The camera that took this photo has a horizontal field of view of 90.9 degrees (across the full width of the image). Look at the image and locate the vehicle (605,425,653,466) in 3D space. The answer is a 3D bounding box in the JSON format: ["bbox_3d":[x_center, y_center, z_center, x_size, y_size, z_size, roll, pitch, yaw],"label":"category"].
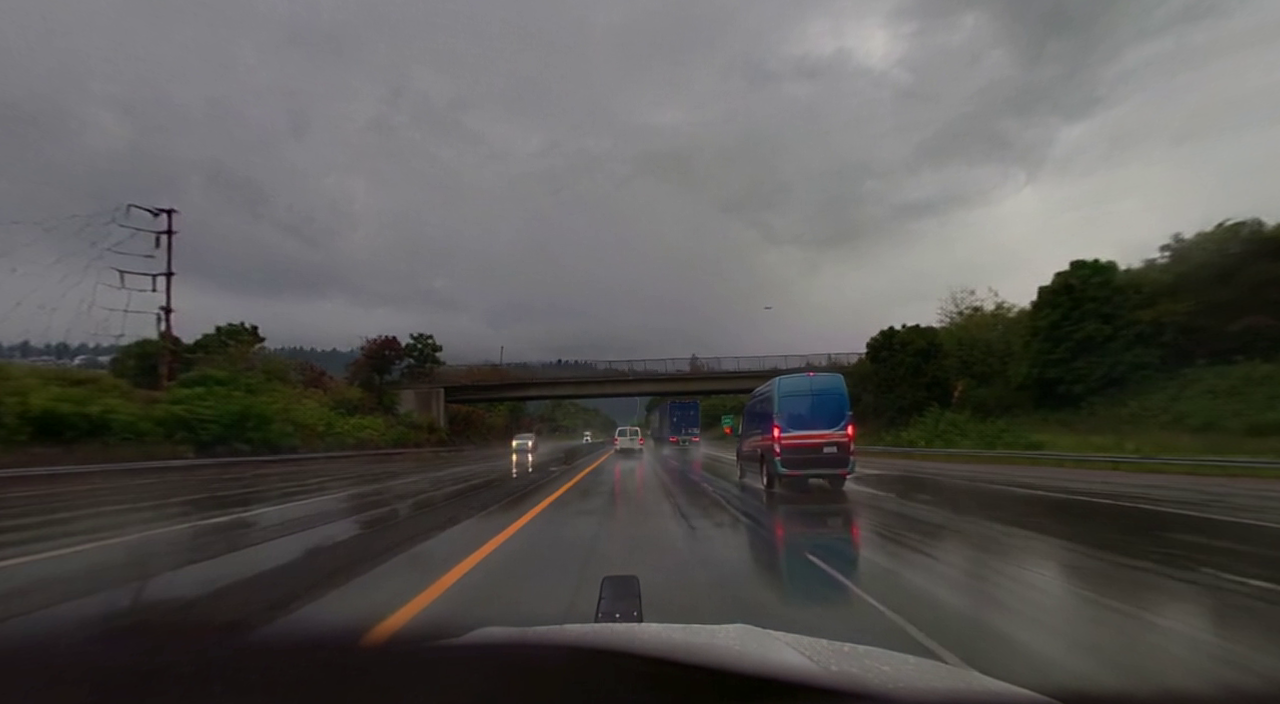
[{"bbox_3d":[-0.519,4.350,29.543,2.073,1.750,4.116,0,-8,-1],"label":"vehicle"}]

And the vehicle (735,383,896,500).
[{"bbox_3d":[4.193,2.290,16.309,2.387,2.506,5.374,0,-8,-3],"label":"vehicle"}]
